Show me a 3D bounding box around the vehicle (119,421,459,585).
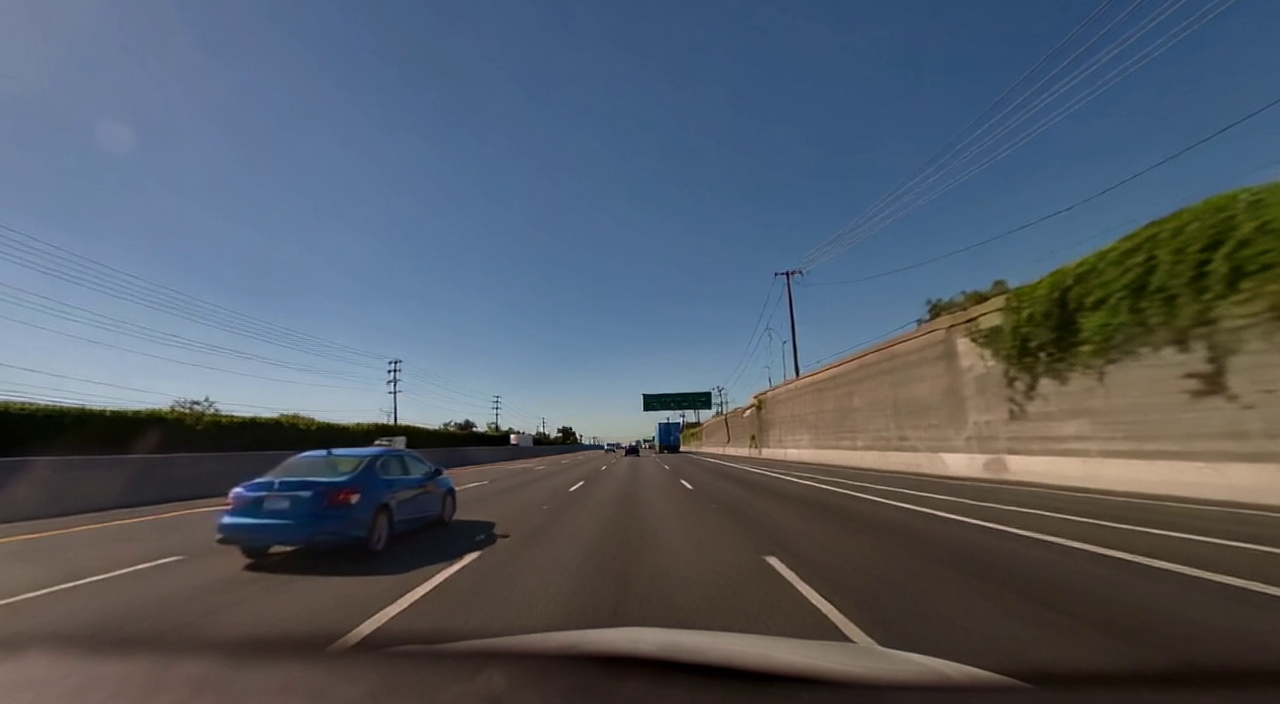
[{"bbox_3d":[-3.978,1.774,8.217,2.009,1.533,4.175,-1,-9,0],"label":"vehicle"}]
